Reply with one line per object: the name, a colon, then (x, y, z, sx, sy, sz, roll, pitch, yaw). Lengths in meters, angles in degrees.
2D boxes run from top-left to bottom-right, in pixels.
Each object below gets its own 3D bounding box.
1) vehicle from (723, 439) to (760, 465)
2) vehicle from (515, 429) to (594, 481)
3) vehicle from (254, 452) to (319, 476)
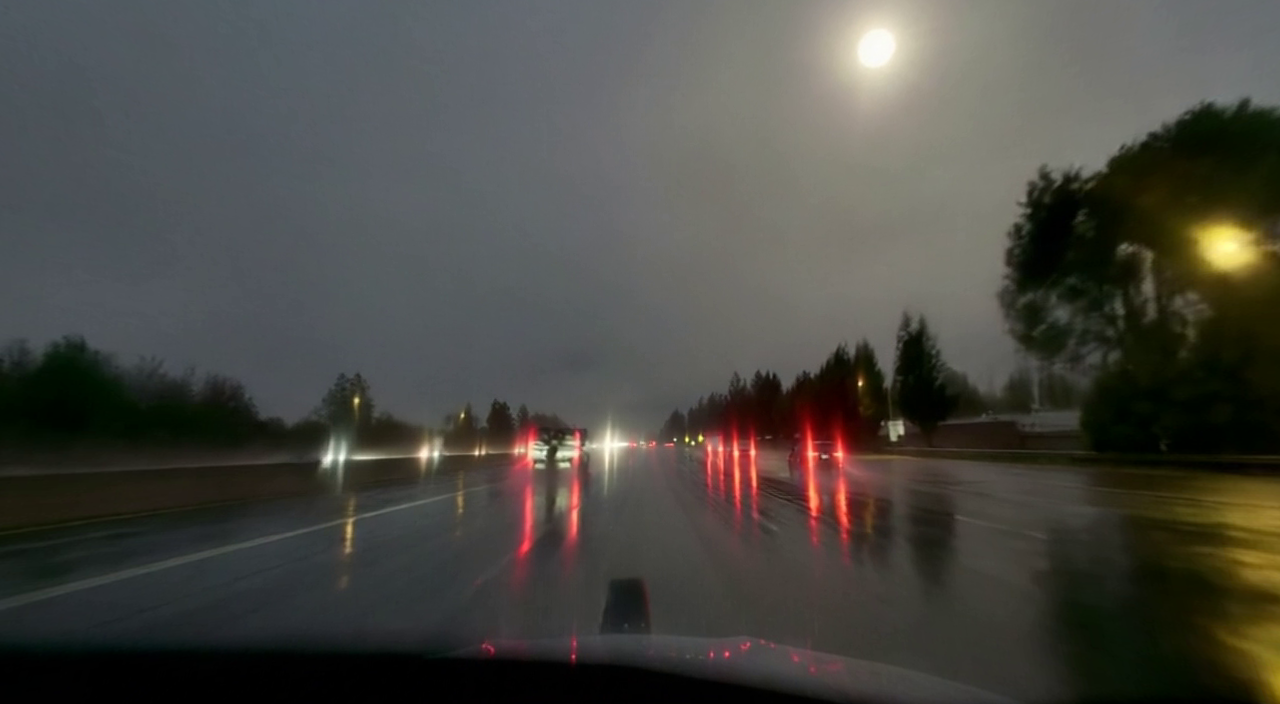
vehicle: (7.226, 7.170, 45.263, 2.063, 1.706, 4.259, 0, -8, 1)
vehicle: (-3.434, 4.318, 26.681, 2.453, 1.952, 5.320, 0, -8, 2)
vehicle: (-24.906, 7.854, 44.573, 1.854, 1.553, 4.565, 0, -8, 1)
